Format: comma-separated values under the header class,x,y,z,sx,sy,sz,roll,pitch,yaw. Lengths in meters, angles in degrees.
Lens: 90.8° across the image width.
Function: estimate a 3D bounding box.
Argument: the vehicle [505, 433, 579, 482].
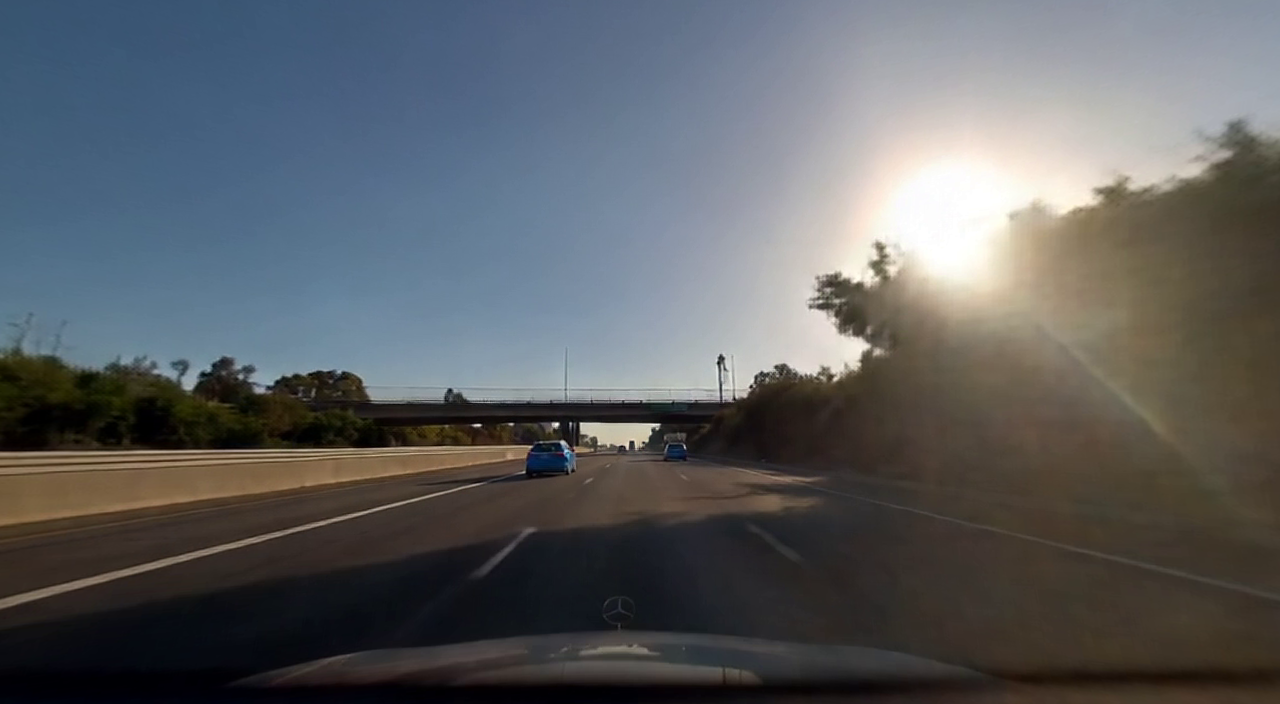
class,x,y,z,sx,sy,sz,roll,pitch,yaw
vehicle,-3.837,4.261,25.778,2.205,1.773,5.124,0,-9,0
